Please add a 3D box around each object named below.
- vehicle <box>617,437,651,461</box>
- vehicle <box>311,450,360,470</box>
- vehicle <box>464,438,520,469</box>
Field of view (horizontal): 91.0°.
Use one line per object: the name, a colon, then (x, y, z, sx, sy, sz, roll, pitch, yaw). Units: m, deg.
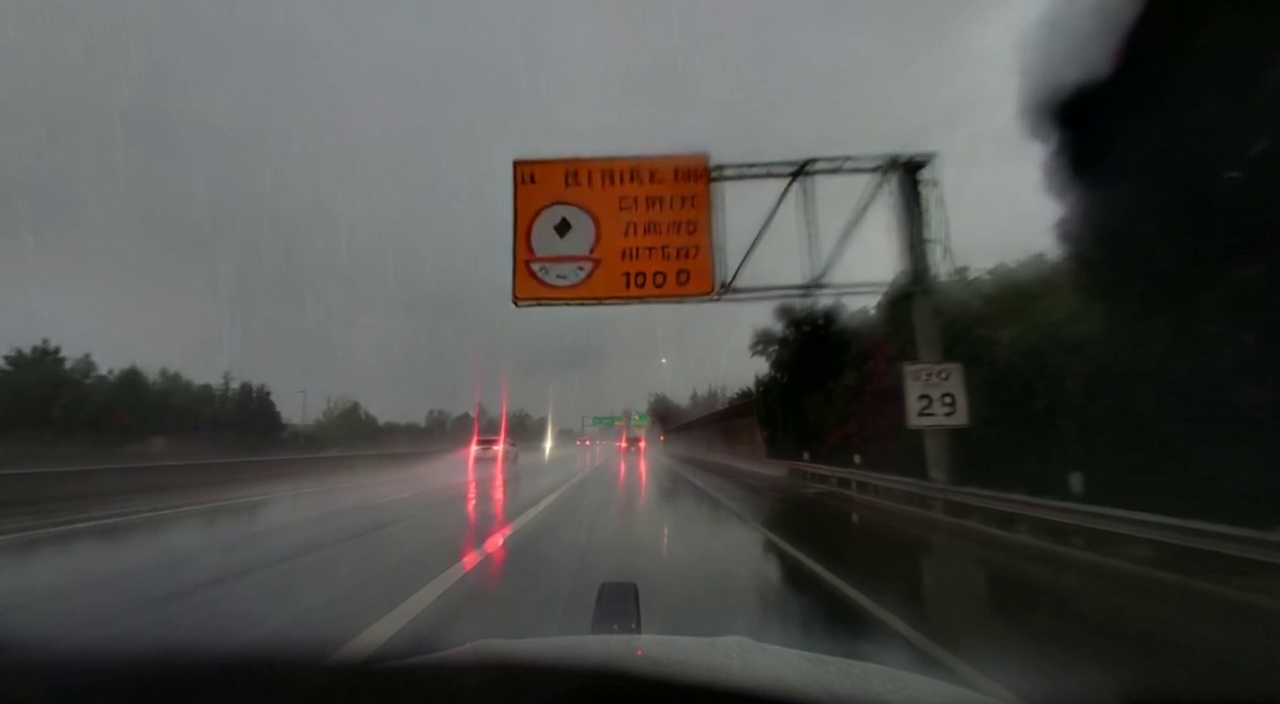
vehicle: (-0.409, 6.264, 40.625, 2.072, 1.440, 3.690, 0, -8, -1)
vehicle: (-23.164, 8.193, 47.998, 1.813, 1.419, 3.956, 0, -8, -1)
vehicle: (-7.886, 5.411, 33.882, 1.939, 1.504, 4.727, 0, -8, -1)
